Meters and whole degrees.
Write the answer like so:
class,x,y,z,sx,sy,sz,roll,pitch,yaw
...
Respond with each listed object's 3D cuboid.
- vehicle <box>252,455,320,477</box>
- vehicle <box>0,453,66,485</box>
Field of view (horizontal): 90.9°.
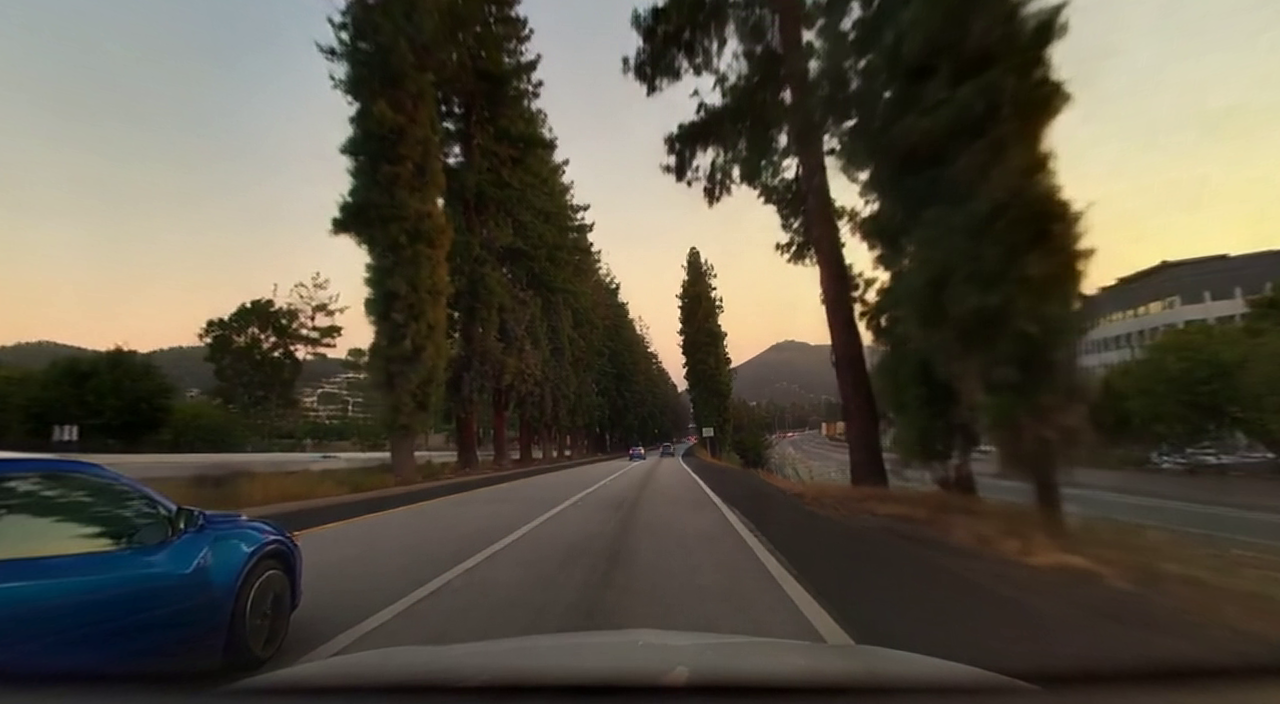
class,x,y,z,sx,sy,sz,roll,pitch,yaw
vehicle,-26.503,8.546,47.441,1.964,1.444,4.565,-2,-8,9
vehicle,-36.403,6.672,35.943,1.961,1.722,5.248,-1,-8,7
